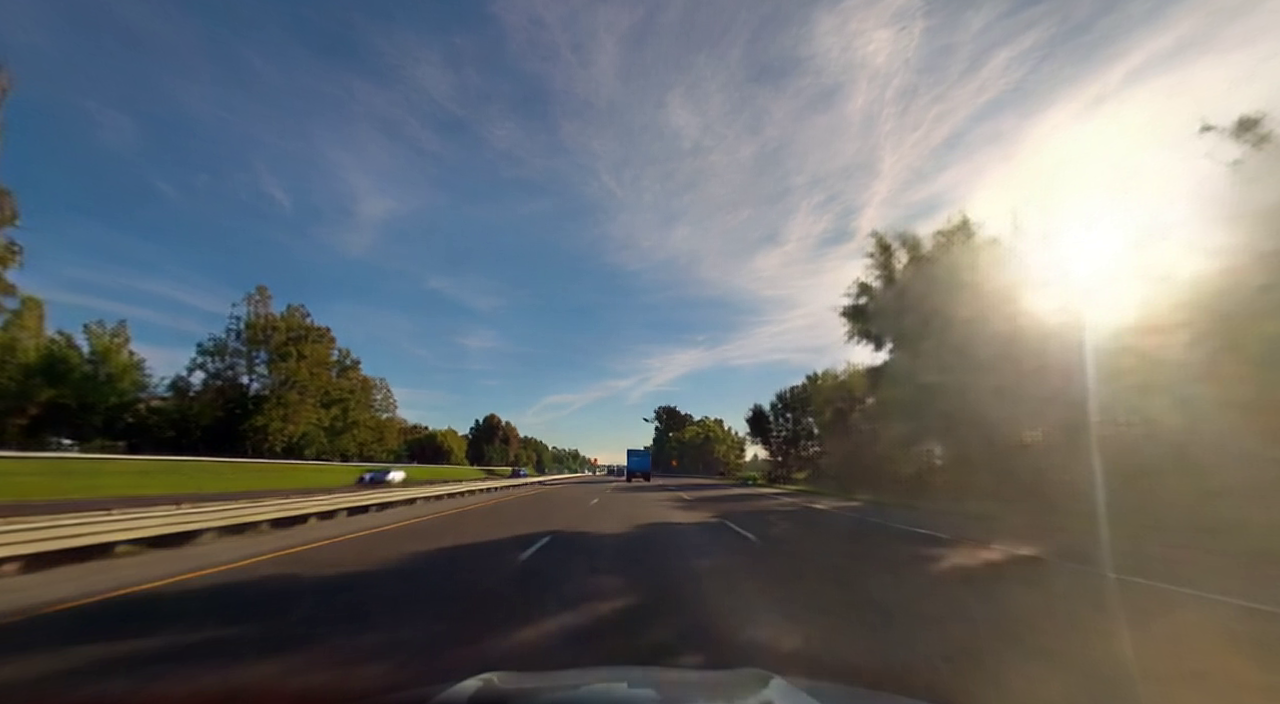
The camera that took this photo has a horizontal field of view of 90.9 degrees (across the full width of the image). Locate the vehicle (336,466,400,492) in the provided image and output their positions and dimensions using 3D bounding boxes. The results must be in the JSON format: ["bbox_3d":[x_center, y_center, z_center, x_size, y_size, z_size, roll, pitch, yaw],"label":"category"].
[{"bbox_3d":[-17.092,8.000,39.808,1.955,1.496,4.555,1,-10,0],"label":"vehicle"}]
